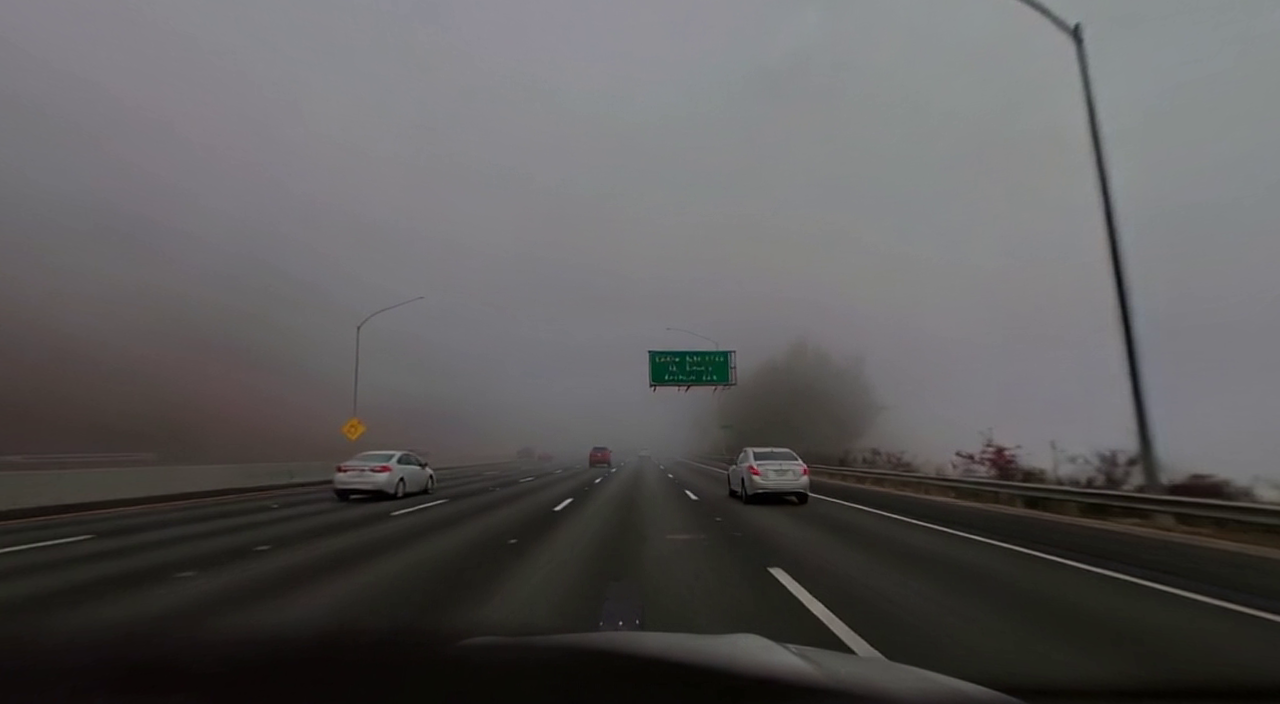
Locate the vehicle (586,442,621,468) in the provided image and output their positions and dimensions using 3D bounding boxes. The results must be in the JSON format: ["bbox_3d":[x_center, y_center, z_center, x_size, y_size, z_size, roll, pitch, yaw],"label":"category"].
[{"bbox_3d":[-2.788,8.048,49.344,2.449,1.929,5.503,0,-9,0],"label":"vehicle"}]

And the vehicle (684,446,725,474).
[{"bbox_3d":[3.752,6.319,37.122,1.929,1.485,4.482,0,-9,0],"label":"vehicle"}]

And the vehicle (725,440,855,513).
[{"bbox_3d":[3.508,2.997,15.737,2.126,1.529,4.438,0,-9,0],"label":"vehicle"}]

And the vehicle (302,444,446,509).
[{"bbox_3d":[-7.118,3.353,17.488,1.977,1.529,4.616,0,-9,0],"label":"vehicle"}]
